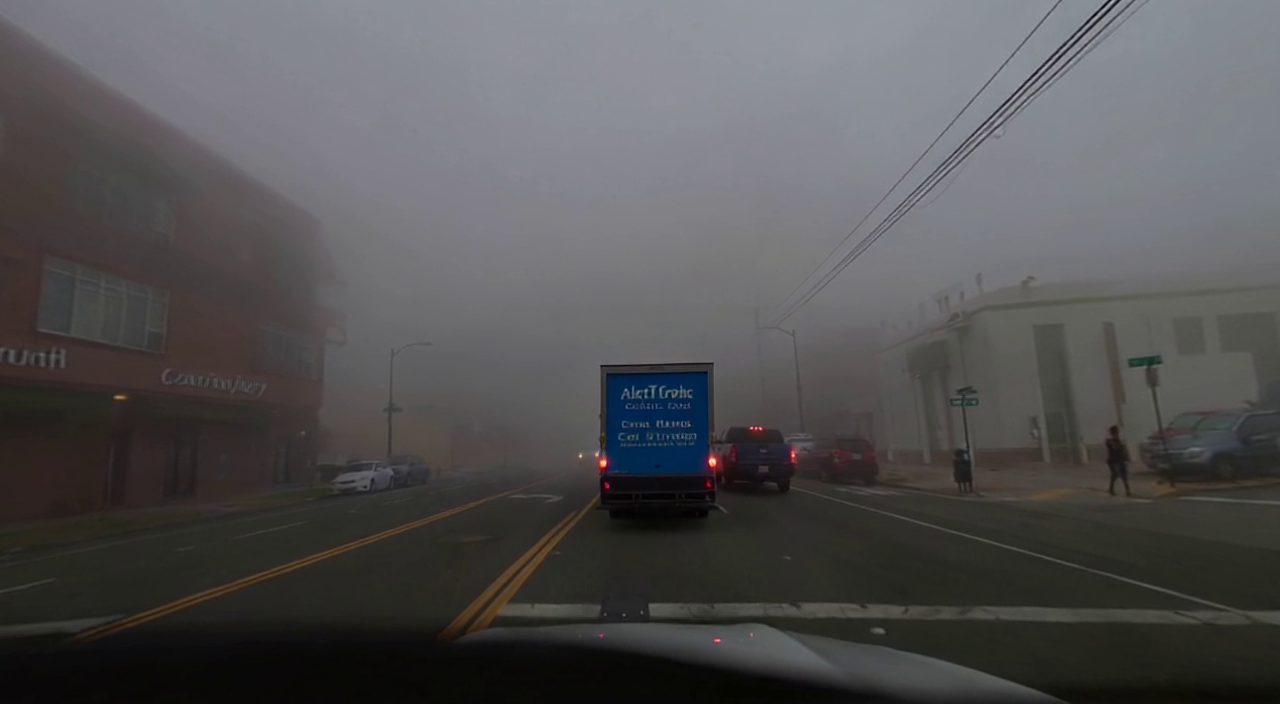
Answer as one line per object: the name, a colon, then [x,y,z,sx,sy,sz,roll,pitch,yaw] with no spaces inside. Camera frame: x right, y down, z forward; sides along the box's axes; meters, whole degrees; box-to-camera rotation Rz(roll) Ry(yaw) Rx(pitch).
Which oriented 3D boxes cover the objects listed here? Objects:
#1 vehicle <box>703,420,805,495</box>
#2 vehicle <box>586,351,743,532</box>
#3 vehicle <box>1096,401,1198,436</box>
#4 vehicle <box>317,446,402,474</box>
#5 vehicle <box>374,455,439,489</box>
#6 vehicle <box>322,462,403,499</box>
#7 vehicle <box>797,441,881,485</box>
vehicle: [3.489,3.387,20.432,2.346,2.062,5.236,0,-9,0]
vehicle: [0.290,1.904,13.365,2.517,2.926,6.177,0,-9,-2]
vehicle: [25.997,3.474,32.367,1.811,1.623,3.921,0,-9,-3]
vehicle: [-21.638,8.312,48.538,5.475,2.011,2.269,-1,-8,6]
vehicle: [-13.127,6.750,35.569,1.943,1.682,4.365,0,-9,0]
vehicle: [-13.284,6.141,30.362,1.901,1.508,4.405,0,-9,0]
vehicle: [7.751,4.359,24.908,1.951,1.548,4.290,0,-9,1]
